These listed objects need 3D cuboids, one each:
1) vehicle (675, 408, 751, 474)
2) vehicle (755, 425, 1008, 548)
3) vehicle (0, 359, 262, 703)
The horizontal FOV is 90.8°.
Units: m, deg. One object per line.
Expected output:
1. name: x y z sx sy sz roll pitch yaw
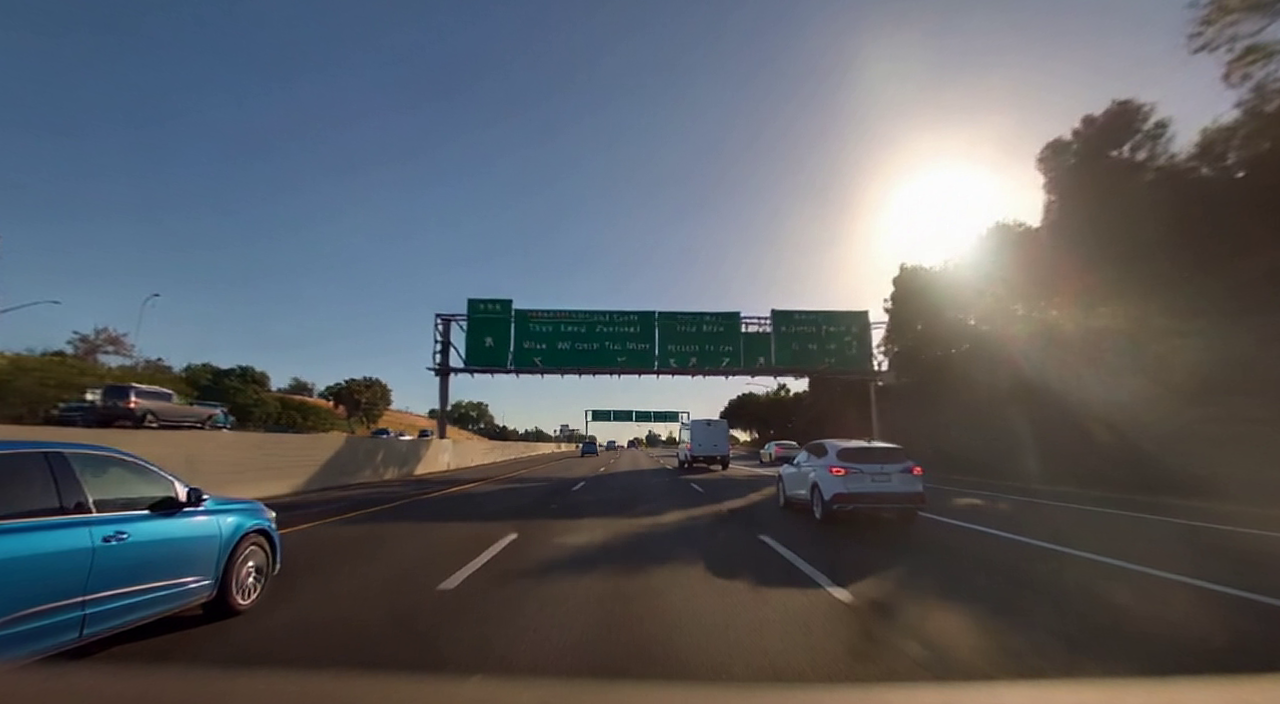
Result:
1. vehicle: 3.239 4.195 29.674 2.629 2.718 6.740 0 -8 -1
2. vehicle: 3.478 2.054 10.459 2.108 1.509 5.059 0 -8 -1
3. vehicle: -3.959 0.839 2.760 2.000 1.646 4.201 0 -8 0
